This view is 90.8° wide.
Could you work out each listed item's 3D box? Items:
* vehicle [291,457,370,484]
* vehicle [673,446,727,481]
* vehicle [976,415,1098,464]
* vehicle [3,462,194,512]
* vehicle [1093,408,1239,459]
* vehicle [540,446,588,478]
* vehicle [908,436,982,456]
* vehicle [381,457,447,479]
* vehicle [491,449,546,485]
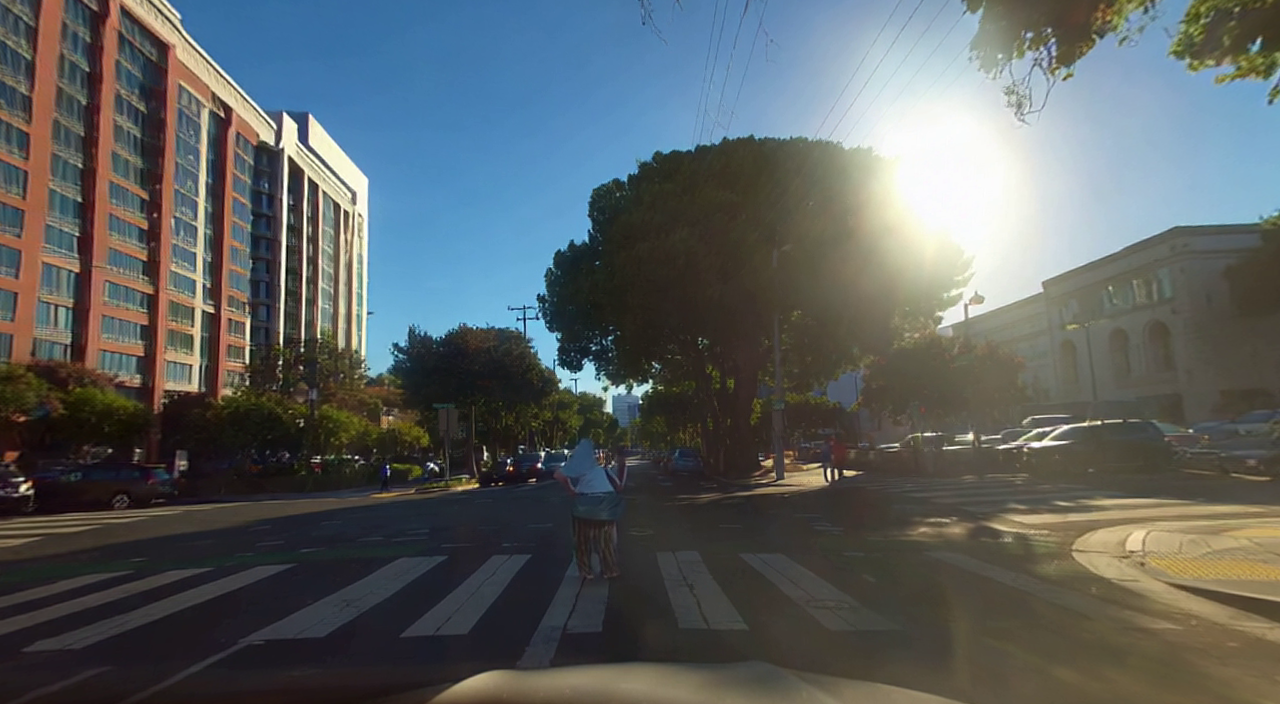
[{"bbox_3d":[-23.208,8.881,47.458,4.844,1.836,2.117,-1,-8,4],"label":"vehicle"},{"bbox_3d":[3.307,5.919,33.877,1.942,1.603,3.785,1,-8,20],"label":"vehicle"},{"bbox_3d":[16.742,3.789,26.992,2.041,1.921,4.574,0,-9,-2],"label":"vehicle"},{"bbox_3d":[-17.317,4.315,20.369,4.439,1.448,1.793,0,-9,0],"label":"vehicle"},{"bbox_3d":[22.303,3.531,27.140,2.137,1.962,4.988,-1,-8,3],"label":"vehicle"},{"bbox_3d":[-4.459,6.543,37.688,2.102,1.768,4.290,-1,-9,3],"label":"vehicle"},{"bbox_3d":[23.013,7.086,47.767,4.528,1.475,2.070,0,-8,3],"label":"vehicle"},{"bbox_3d":[-16.882,8.652,47.360,4.203,1.544,1.889,-1,-8,2],"label":"vehicle"},{"bbox_3d":[-7.617,7.249,40.248,2.193,1.814,5.061,-9,-8,0],"label":"vehicle"}]
